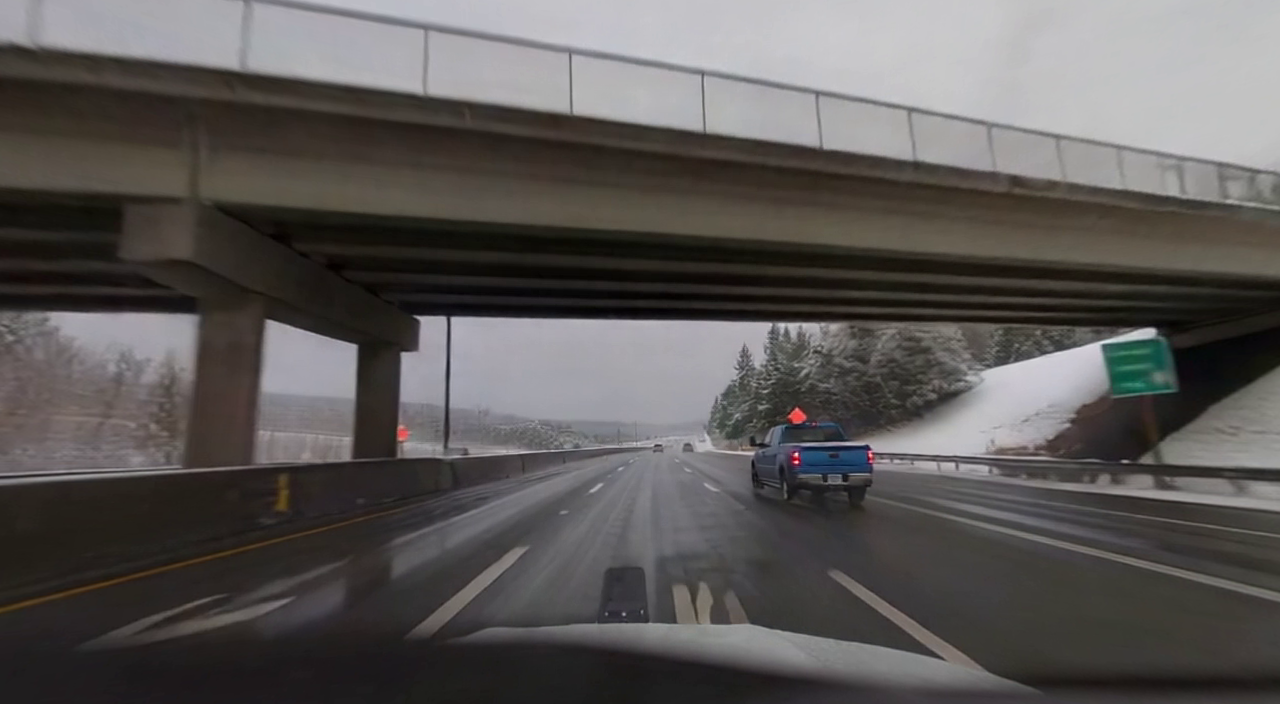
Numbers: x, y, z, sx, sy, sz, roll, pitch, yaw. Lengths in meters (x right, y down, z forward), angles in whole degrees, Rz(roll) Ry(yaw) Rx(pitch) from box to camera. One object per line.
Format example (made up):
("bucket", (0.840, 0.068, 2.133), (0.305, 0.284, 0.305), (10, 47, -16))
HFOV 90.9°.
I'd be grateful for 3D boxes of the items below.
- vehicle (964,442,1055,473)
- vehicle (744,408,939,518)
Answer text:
("vehicle", (19.916, 5.691, 34.229), (1.911, 1.577, 4.477), (1, -9, -5))
("vehicle", (4.209, 2.460, 14.537), (2.505, 2.020, 5.532), (0, -8, -2))
